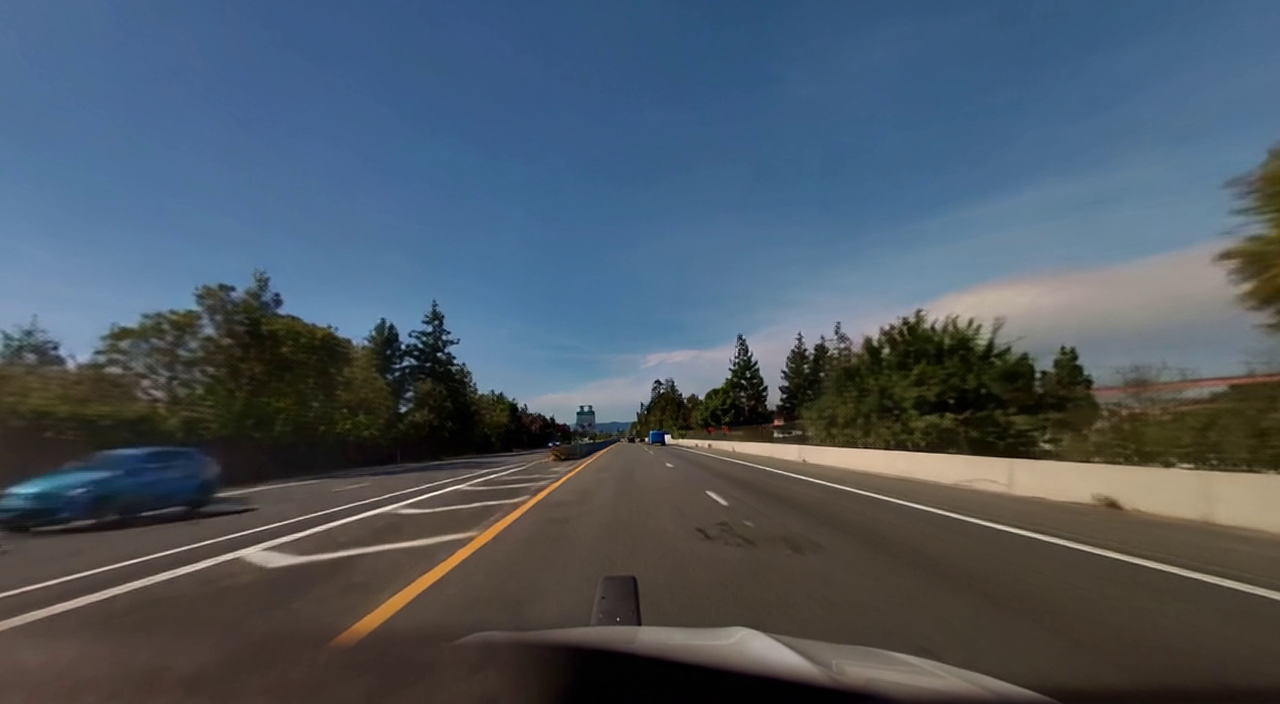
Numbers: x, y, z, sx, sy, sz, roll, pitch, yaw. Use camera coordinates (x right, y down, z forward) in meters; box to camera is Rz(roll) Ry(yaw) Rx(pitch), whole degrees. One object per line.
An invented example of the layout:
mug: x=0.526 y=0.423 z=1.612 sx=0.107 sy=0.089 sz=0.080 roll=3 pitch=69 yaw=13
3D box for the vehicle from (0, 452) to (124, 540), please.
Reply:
vehicle: x=-12.063 y=2.563 z=11.193 sx=1.946 sy=1.467 sz=4.602 roll=0 pitch=-8 yaw=-1
